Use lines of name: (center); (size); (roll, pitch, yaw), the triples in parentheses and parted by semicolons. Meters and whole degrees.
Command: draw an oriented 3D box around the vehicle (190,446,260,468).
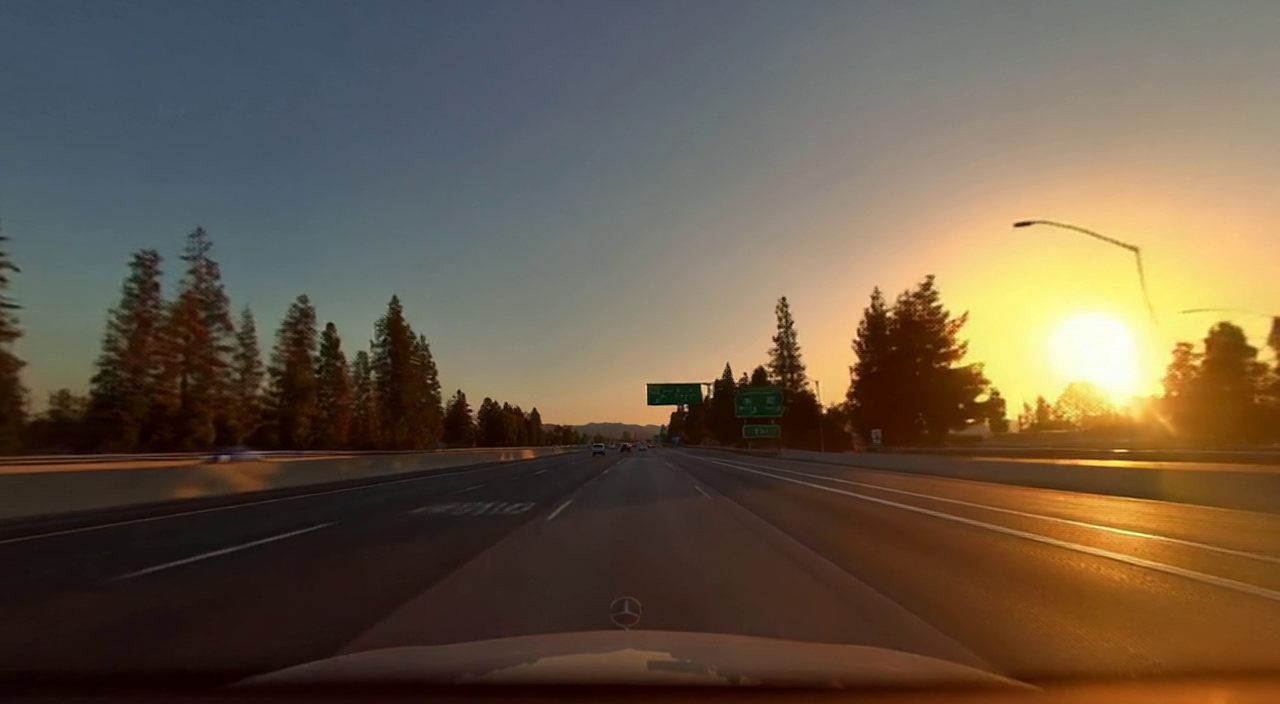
vehicle: (-30.168, 7.617, 46.027); (2.015, 1.482, 4.484); (0, -8, 0)
